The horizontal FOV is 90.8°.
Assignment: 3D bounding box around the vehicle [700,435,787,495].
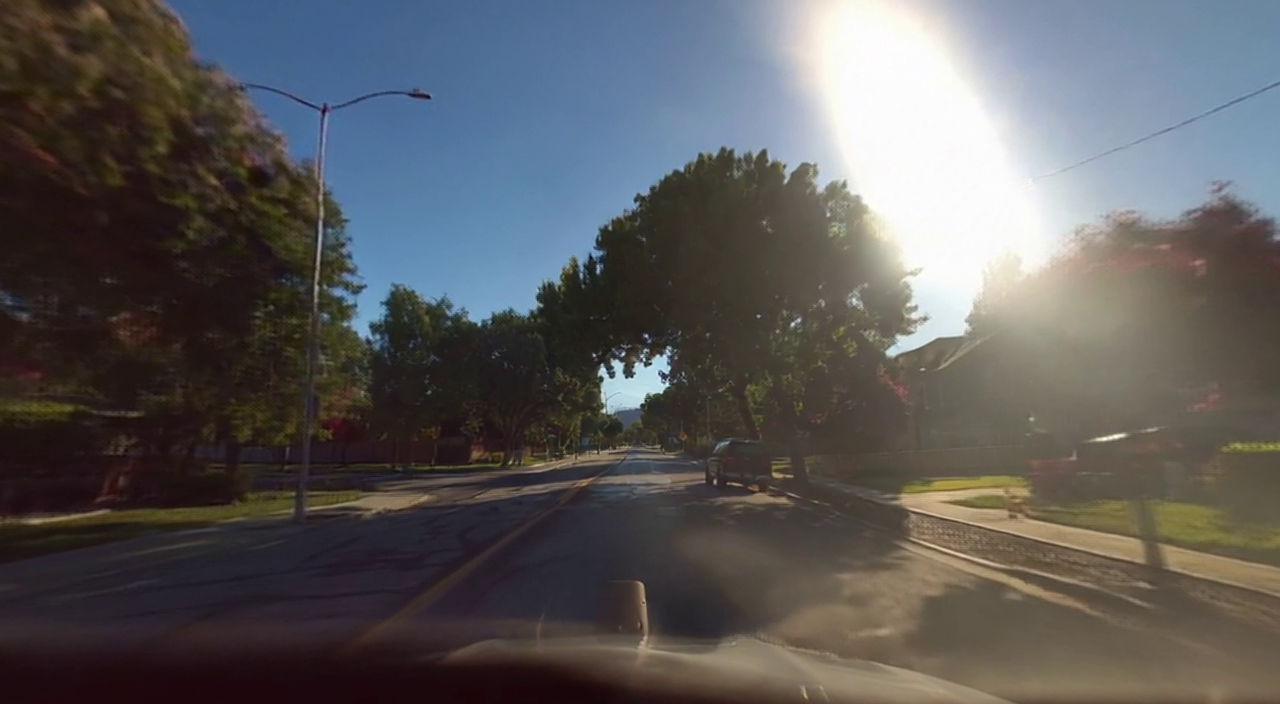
[{"bbox_3d":[3.196,3.594,20.477,2.086,1.726,4.384,0,-9,0],"label":"vehicle"}]
